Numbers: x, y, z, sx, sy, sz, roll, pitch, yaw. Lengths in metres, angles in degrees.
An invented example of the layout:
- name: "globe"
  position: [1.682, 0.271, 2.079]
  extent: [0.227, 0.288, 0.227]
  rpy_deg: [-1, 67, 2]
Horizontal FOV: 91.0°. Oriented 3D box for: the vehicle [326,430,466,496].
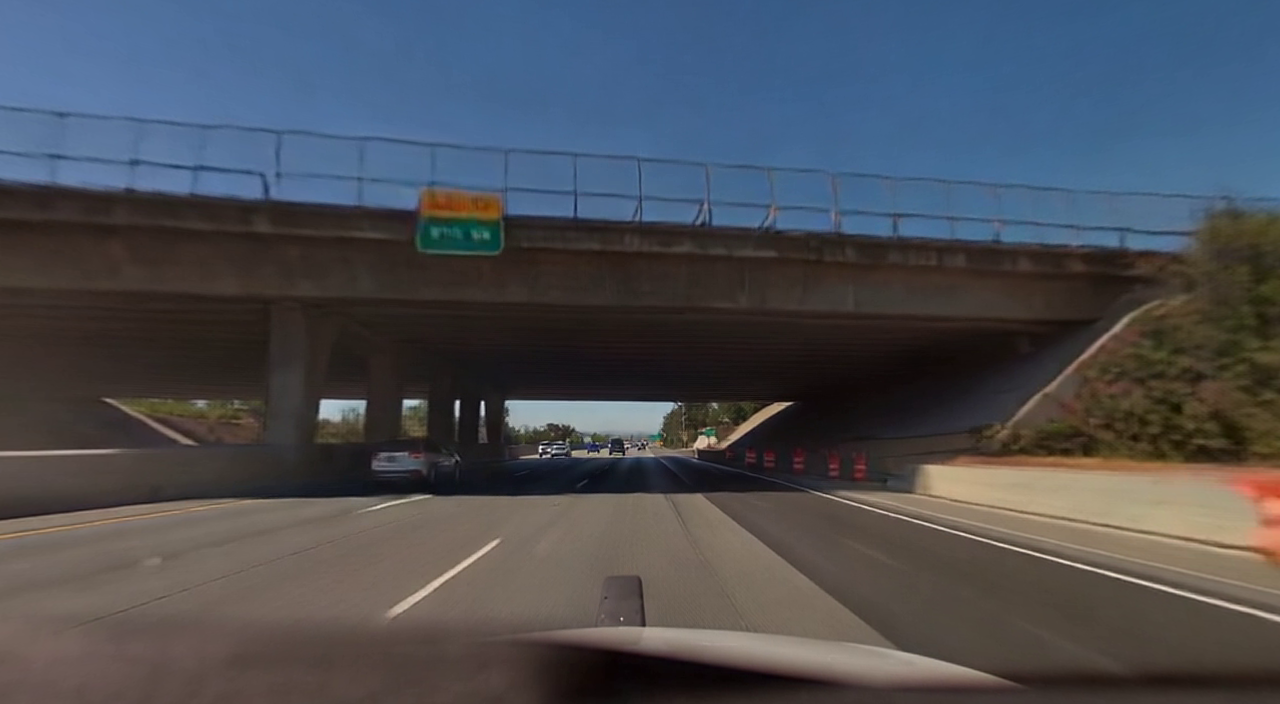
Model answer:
- name: "vehicle"
  position: [-7.107, 3.286, 19.117]
  extent: [2.169, 1.701, 5.113]
  rpy_deg: [0, -8, 0]
